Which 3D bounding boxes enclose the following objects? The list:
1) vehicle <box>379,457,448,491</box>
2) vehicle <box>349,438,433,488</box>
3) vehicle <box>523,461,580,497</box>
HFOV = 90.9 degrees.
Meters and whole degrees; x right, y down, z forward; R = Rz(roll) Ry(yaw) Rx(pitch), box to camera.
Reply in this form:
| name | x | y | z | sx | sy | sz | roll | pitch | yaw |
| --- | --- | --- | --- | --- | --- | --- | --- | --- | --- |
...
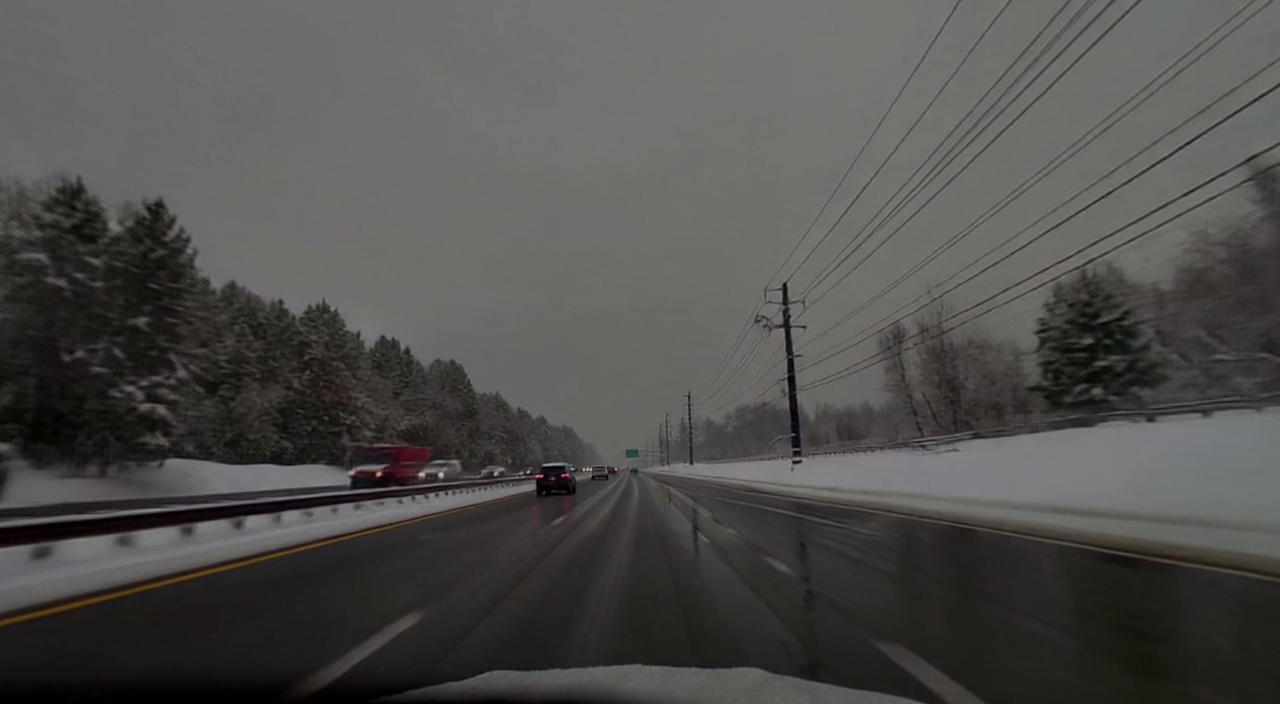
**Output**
| name | x | y | z | sx | sy | sz | roll | pitch | yaw |
| --- | --- | --- | --- | --- | --- | --- | --- | --- | --- |
| vehicle | -12.803 | 6.940 | 35.932 | 1.995 | 1.788 | 4.925 | 1 | -11 | 1 |
| vehicle | -17.509 | 7.961 | 44.966 | 2.548 | 3.168 | 8.075 | 1 | -11 | 0 |
| vehicle | -3.972 | 5.831 | 29.063 | 1.963 | 1.501 | 4.227 | 1 | -11 | 0 |
